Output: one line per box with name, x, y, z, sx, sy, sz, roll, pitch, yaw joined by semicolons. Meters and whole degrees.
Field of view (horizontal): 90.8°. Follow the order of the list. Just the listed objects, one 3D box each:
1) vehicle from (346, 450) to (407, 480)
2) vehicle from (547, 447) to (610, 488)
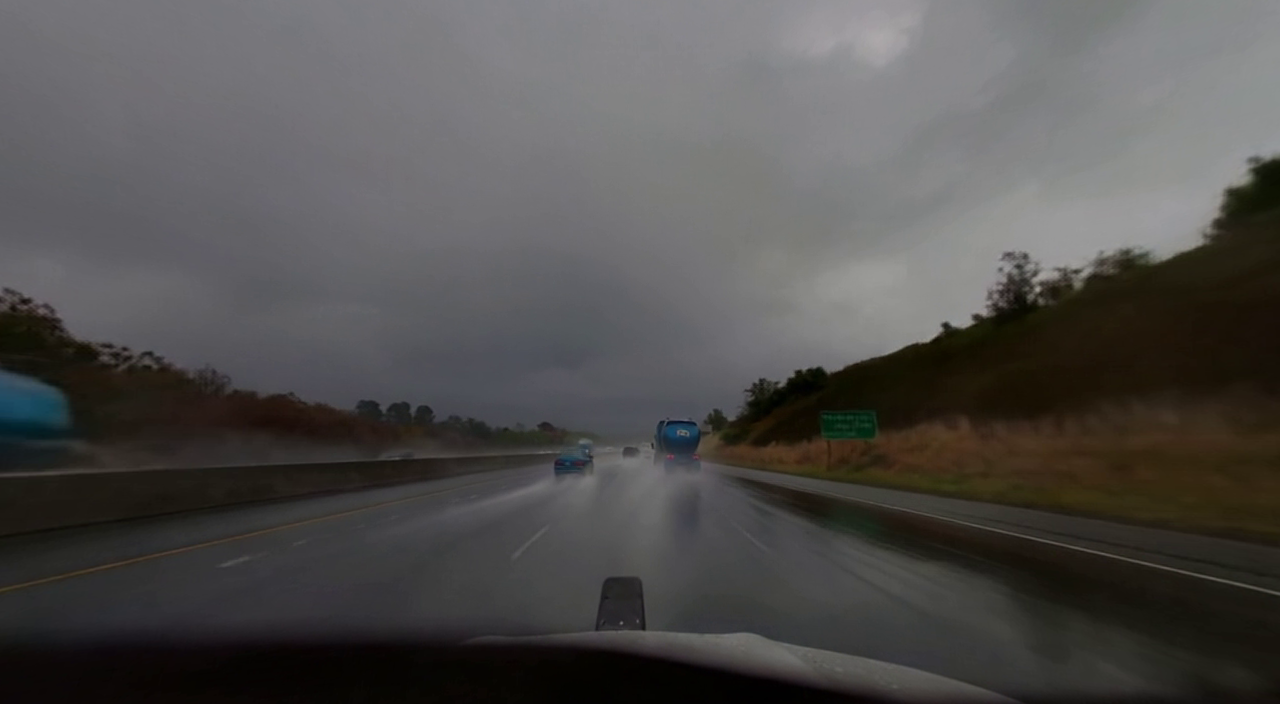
vehicle;-19.348;8.310;46.627;2.215;2.016;5.106;-1;-9;0
vehicle;-2.386;4.593;25.434;2.013;1.498;3.908;-1;-9;2
